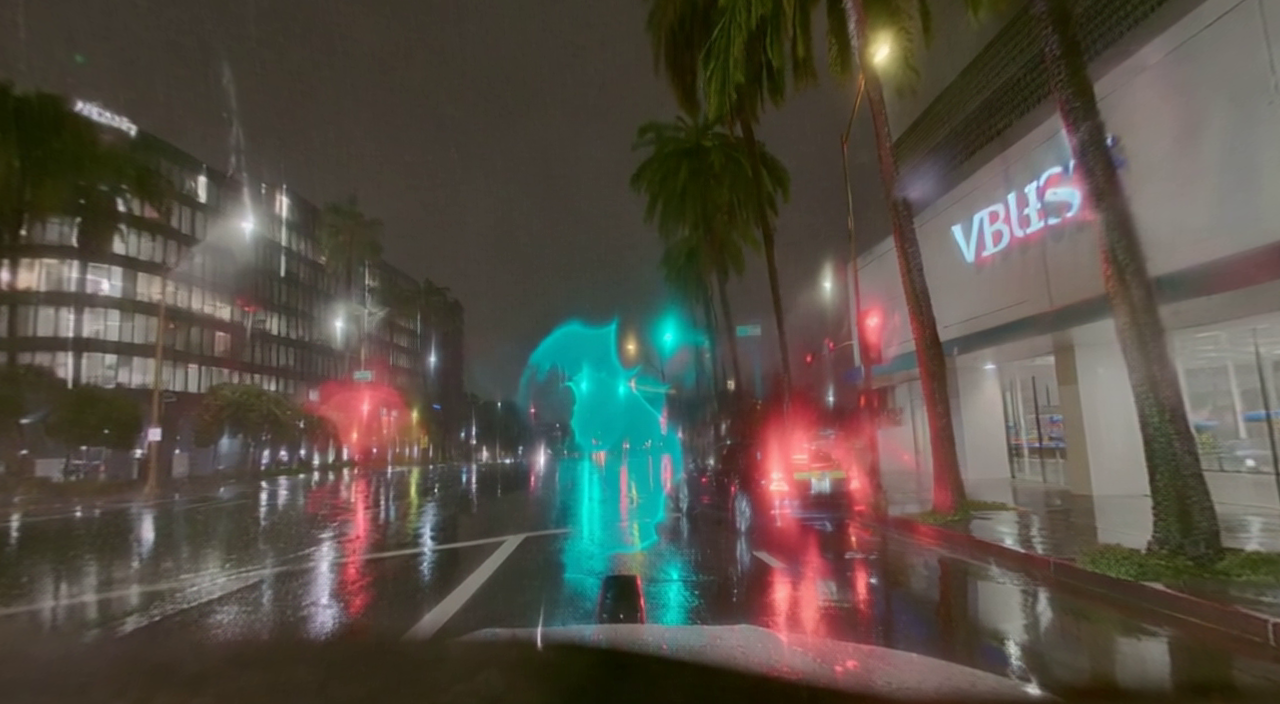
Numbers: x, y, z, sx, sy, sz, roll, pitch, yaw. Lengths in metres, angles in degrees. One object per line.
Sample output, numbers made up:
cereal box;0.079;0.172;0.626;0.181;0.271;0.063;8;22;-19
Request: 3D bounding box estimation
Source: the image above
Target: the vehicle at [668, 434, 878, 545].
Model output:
vehicle;1.925;2.196;10.934;2.090;1.466;4.676;1;-8;-7
